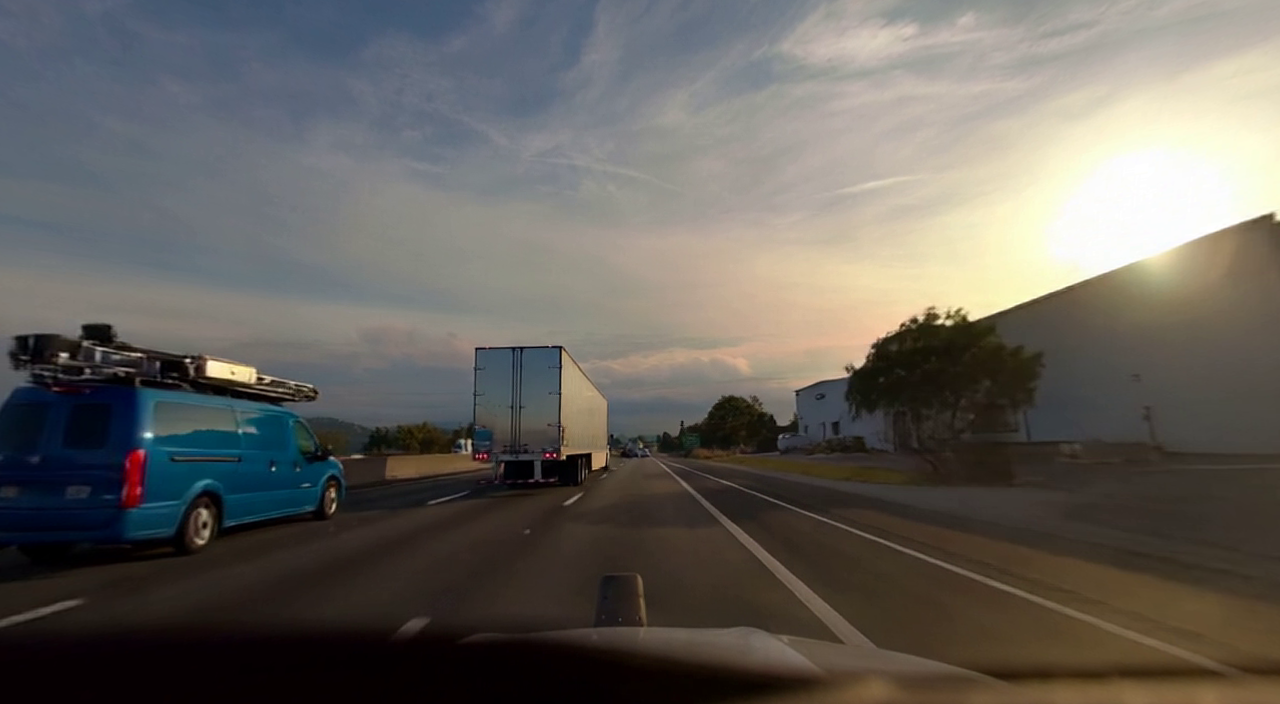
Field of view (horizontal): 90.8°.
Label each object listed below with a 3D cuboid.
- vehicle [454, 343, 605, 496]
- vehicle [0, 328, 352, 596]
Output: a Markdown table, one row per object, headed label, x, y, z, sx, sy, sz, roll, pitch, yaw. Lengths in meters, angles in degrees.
| label | x | y | z | sx | sy | sz | roll | pitch | yaw |
| --- | --- | --- | --- | --- | --- | --- | --- | --- | --- |
| vehicle | -3.428 | 2.999 | 25.304 | 2.939 | 4.132 | 16.303 | 0 | -8 | 1 |
| vehicle | -6.931 | 1.521 | 9.378 | 2.385 | 2.672 | 6.049 | 0 | -8 | 0 |
